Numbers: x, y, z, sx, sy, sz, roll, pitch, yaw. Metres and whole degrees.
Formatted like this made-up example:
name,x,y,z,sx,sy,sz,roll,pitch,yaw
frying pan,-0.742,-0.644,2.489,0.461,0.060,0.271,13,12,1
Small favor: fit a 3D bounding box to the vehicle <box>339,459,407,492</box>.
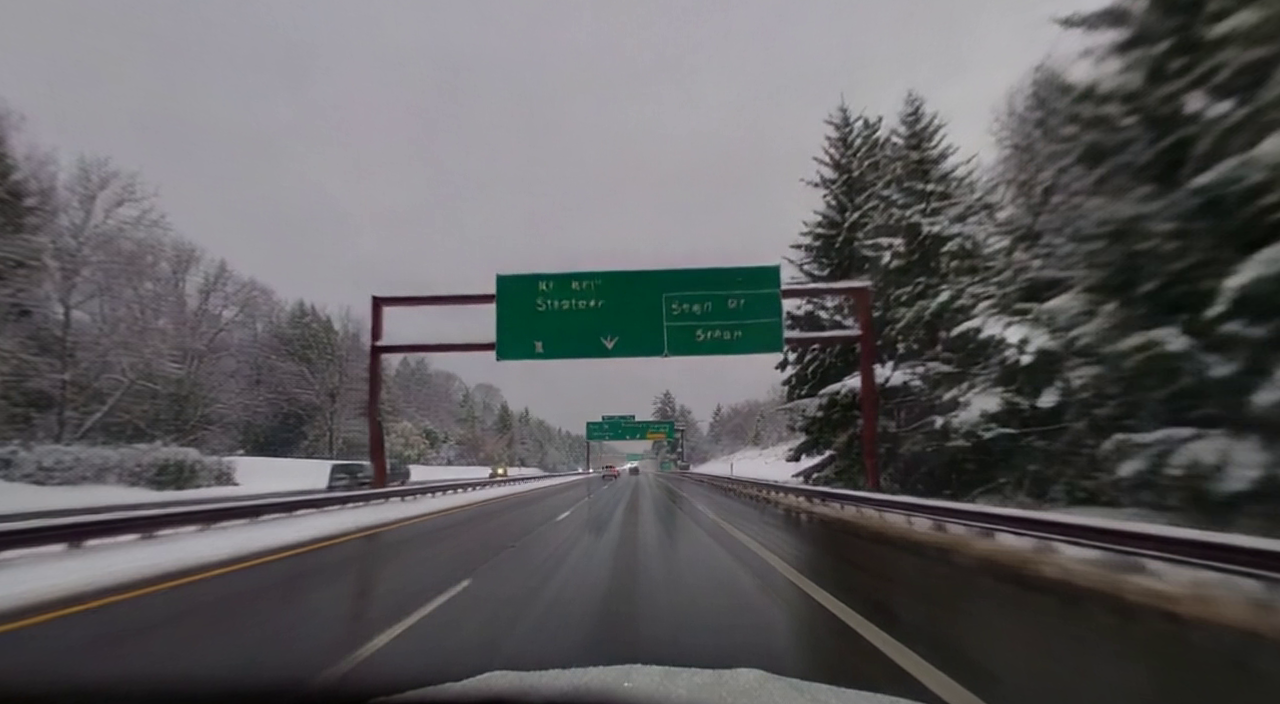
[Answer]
name,x,y,z,sx,sy,sz,roll,pitch,yaw
vehicle,-16.519,7.662,39.238,2.055,1.872,4.733,1,-10,0
